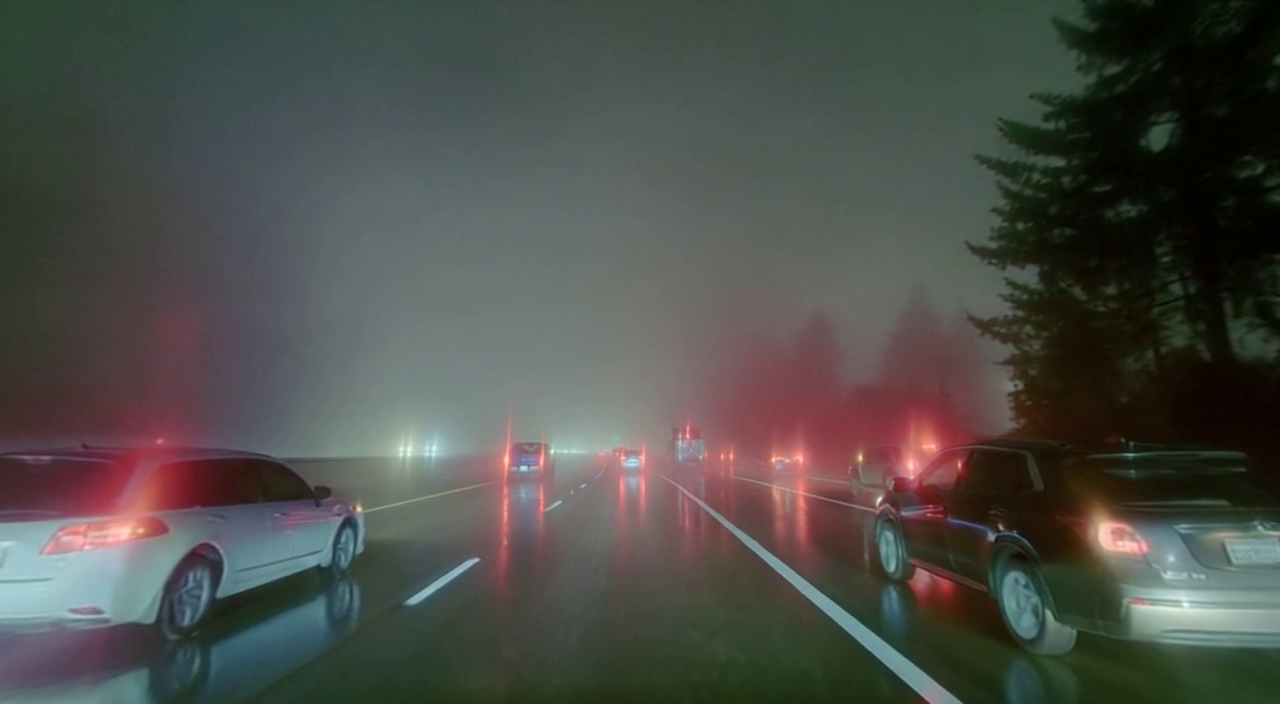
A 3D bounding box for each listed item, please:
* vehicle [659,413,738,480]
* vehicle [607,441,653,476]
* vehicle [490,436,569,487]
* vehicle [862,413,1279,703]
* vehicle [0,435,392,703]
[{"bbox_3d":[3.098,5.628,37.591,3.426,3.279,12.313,0,-9,-1],"label":"vehicle"},{"bbox_3d":[-0.502,5.541,32.881,2.235,1.682,4.094,0,-9,-1],"label":"vehicle"},{"bbox_3d":[-4.184,4.237,24.698,2.176,1.783,4.799,0,-9,0],"label":"vehicle"},{"bbox_3d":[3.092,1.212,3.657,2.031,1.504,4.327,0,-9,0],"label":"vehicle"},{"bbox_3d":[-4.079,1.487,5.524,1.947,1.424,4.264,0,-9,2],"label":"vehicle"}]
